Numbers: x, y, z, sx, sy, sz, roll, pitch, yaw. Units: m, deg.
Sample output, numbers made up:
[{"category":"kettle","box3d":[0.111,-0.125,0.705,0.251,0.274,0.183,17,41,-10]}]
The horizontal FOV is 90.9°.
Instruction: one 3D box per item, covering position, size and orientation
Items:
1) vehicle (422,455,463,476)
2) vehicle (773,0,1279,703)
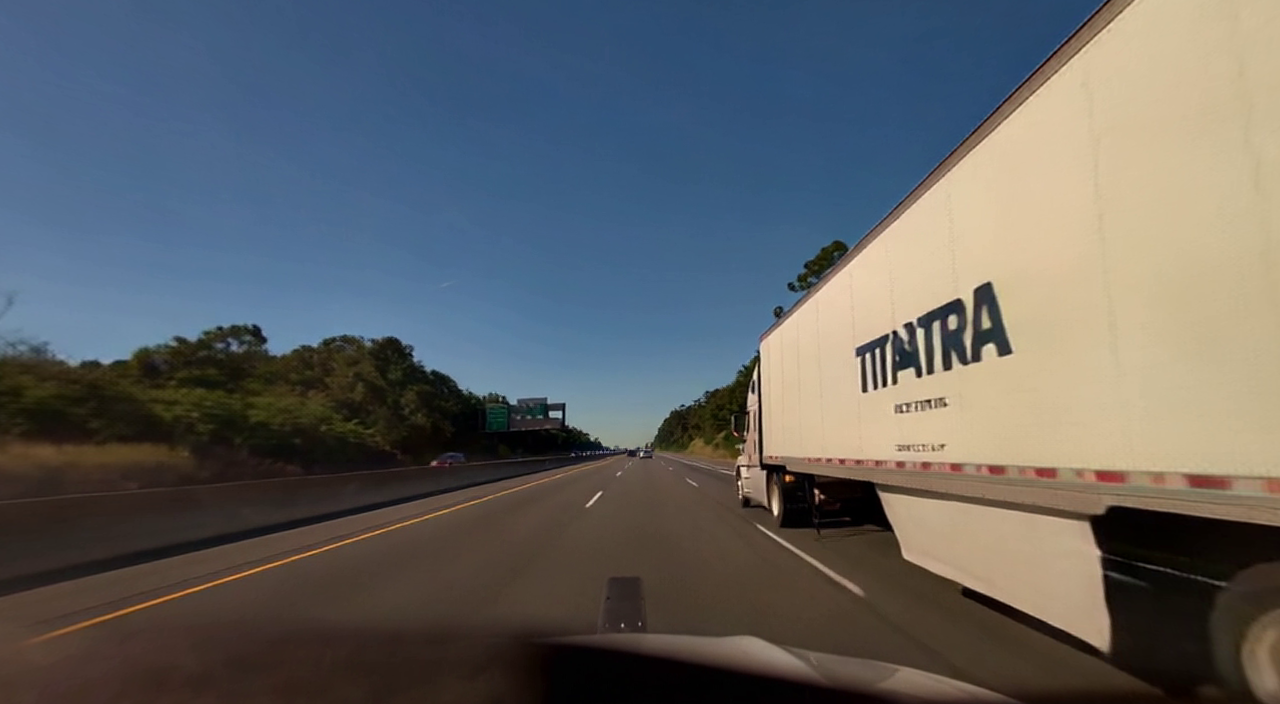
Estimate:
[{"category":"vehicle","box3d":[-14.914,8.552,47.739,1.889,1.458,3.634,0,-9,0]},{"category":"vehicle","box3d":[4.062,0.054,4.848,2.947,4.020,14.220,0,-9,0]}]
